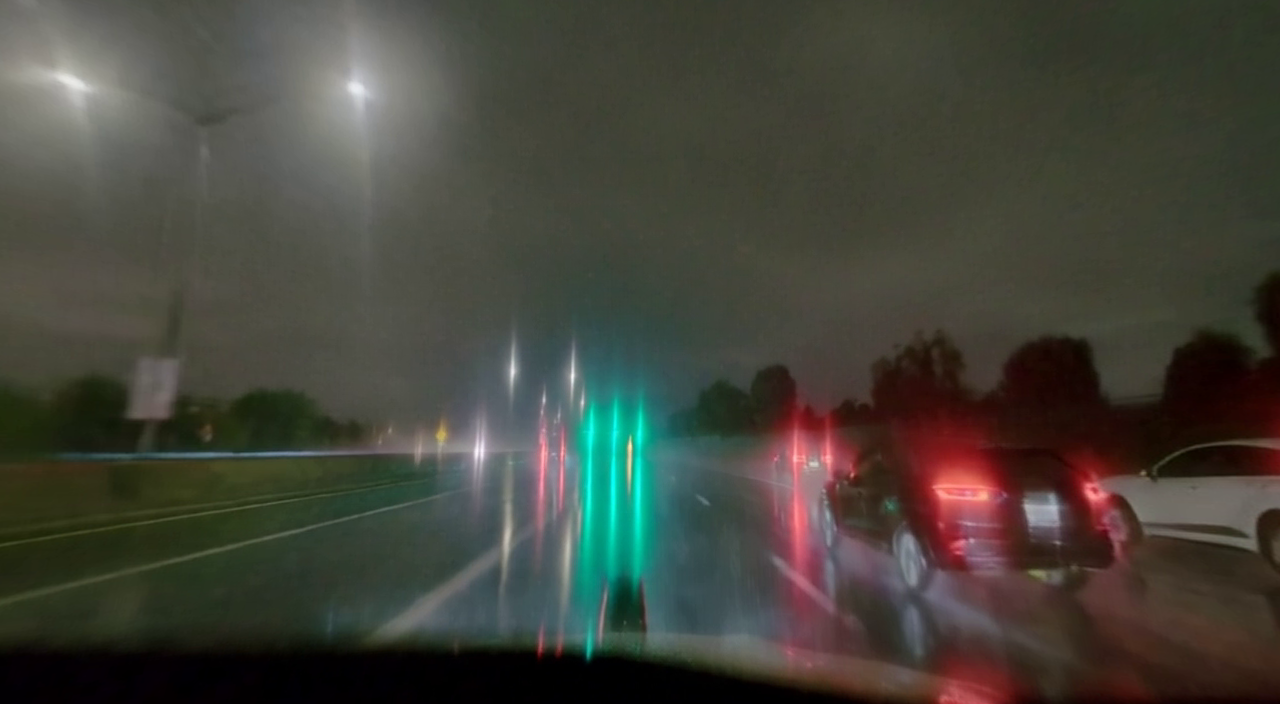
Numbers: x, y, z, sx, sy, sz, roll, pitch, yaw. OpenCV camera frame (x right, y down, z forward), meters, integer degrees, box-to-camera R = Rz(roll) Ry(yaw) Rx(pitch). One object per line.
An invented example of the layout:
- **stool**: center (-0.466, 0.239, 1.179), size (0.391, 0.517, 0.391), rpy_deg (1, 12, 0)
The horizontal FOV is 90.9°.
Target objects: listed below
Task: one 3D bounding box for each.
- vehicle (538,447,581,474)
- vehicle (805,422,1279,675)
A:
- **vehicle**: center (-4.723, 6.377, 37.419), size (2.014, 1.481, 4.156), rpy_deg (0, -8, 0)
- **vehicle**: center (3.297, 1.533, 6.215), size (2.030, 1.490, 4.737), rpy_deg (0, -8, 0)
